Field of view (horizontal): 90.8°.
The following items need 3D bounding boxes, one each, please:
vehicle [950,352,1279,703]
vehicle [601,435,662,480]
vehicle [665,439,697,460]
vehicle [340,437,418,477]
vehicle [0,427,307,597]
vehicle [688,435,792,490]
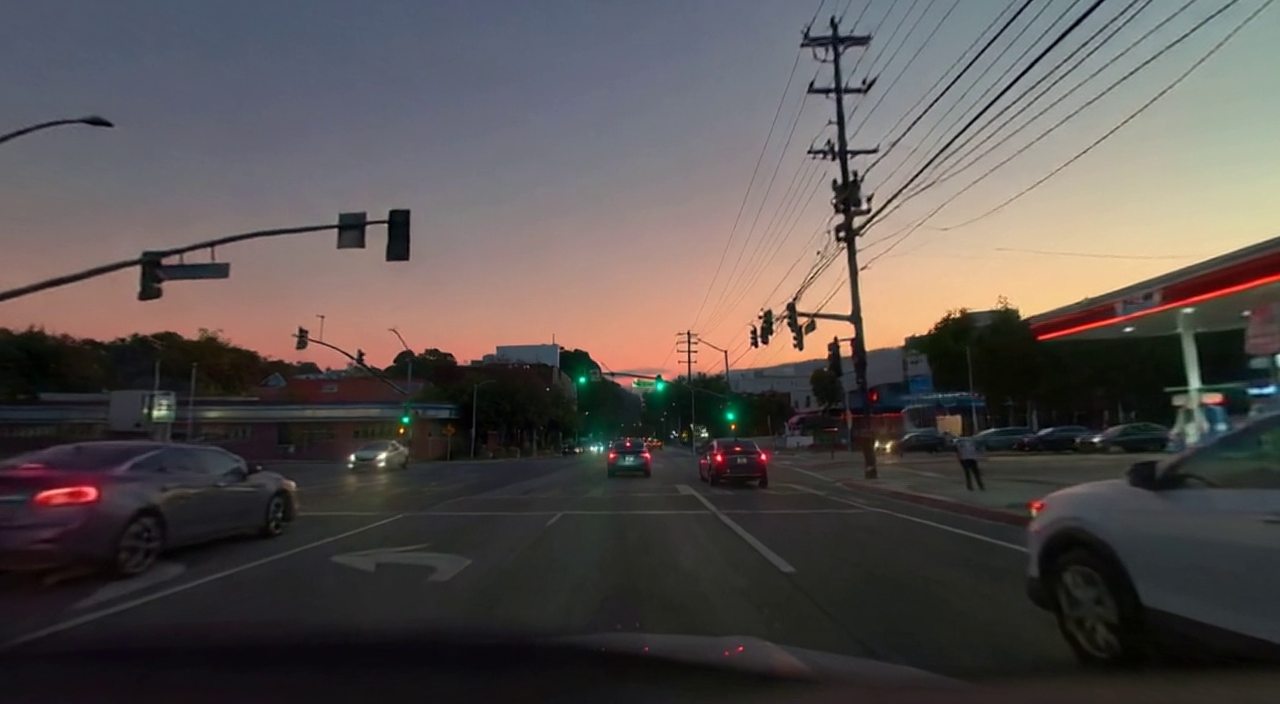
[{"bbox_3d":[3.787,0.882,2.806,2.452,1.682,4.565,0,-8,0],"label":"vehicle"},{"bbox_3d":[-0.319,3.809,23.149,2.065,1.484,3.894,0,-8,-1],"label":"vehicle"},{"bbox_3d":[3.012,7.274,47.392,1.971,1.477,4.121,0,-8,-2],"label":"vehicle"},{"bbox_3d":[-14.449,5.825,35.326,2.233,2.072,4.813,0,-8,0],"label":"vehicle"},{"bbox_3d":[-6.249,1.714,7.679,2.075,1.470,4.190,0,-8,0],"label":"vehicle"},{"bbox_3d":[2.824,3.261,19.055,2.208,1.436,4.542,0,-8,-3],"label":"vehicle"}]
